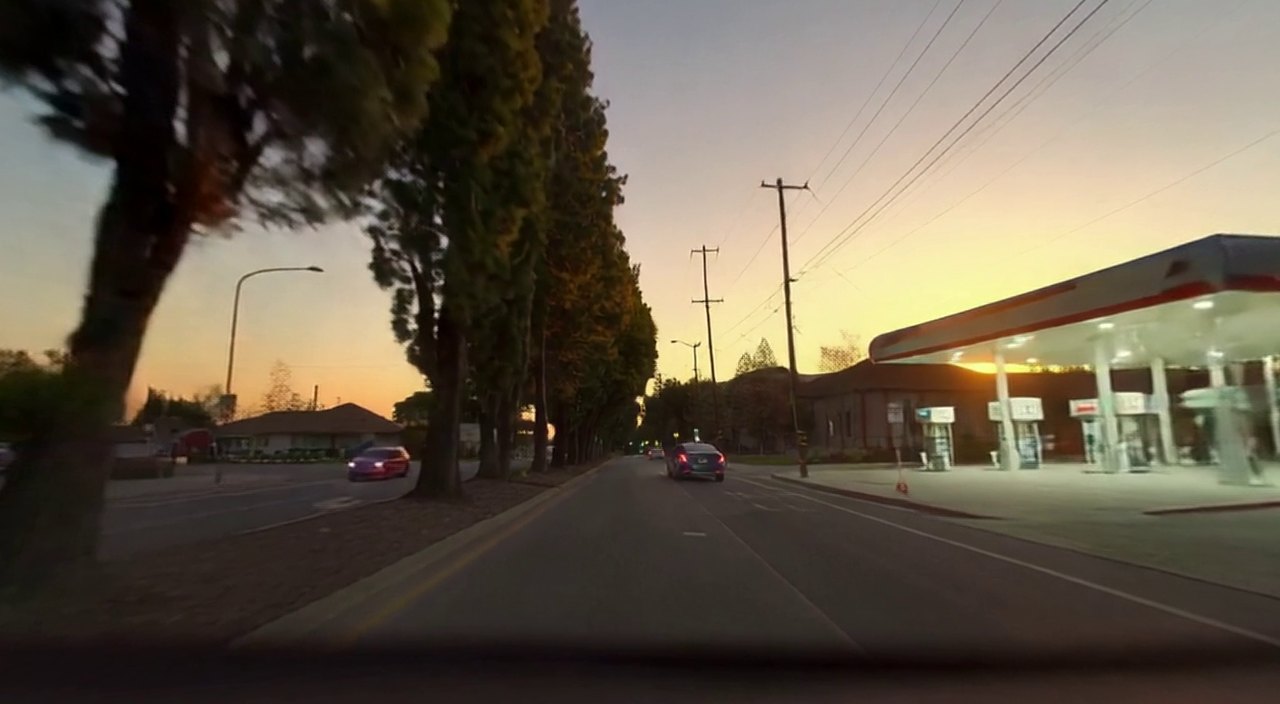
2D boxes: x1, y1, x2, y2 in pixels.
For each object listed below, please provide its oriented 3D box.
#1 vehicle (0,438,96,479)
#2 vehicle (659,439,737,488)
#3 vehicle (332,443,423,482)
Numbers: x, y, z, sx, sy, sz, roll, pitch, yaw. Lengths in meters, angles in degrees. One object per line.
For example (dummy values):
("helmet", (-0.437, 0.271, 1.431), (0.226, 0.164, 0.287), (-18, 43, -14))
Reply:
("vehicle", (-29.813, 5.176, 30.956), (2.116, 1.874, 4.709), (0, -9, -1))
("vehicle", (1.847, 3.771, 21.667), (2.061, 1.475, 4.296), (0, -9, -3))
("vehicle", (-10.911, 4.590, 26.613), (1.893, 1.480, 4.482), (0, -9, 0))
